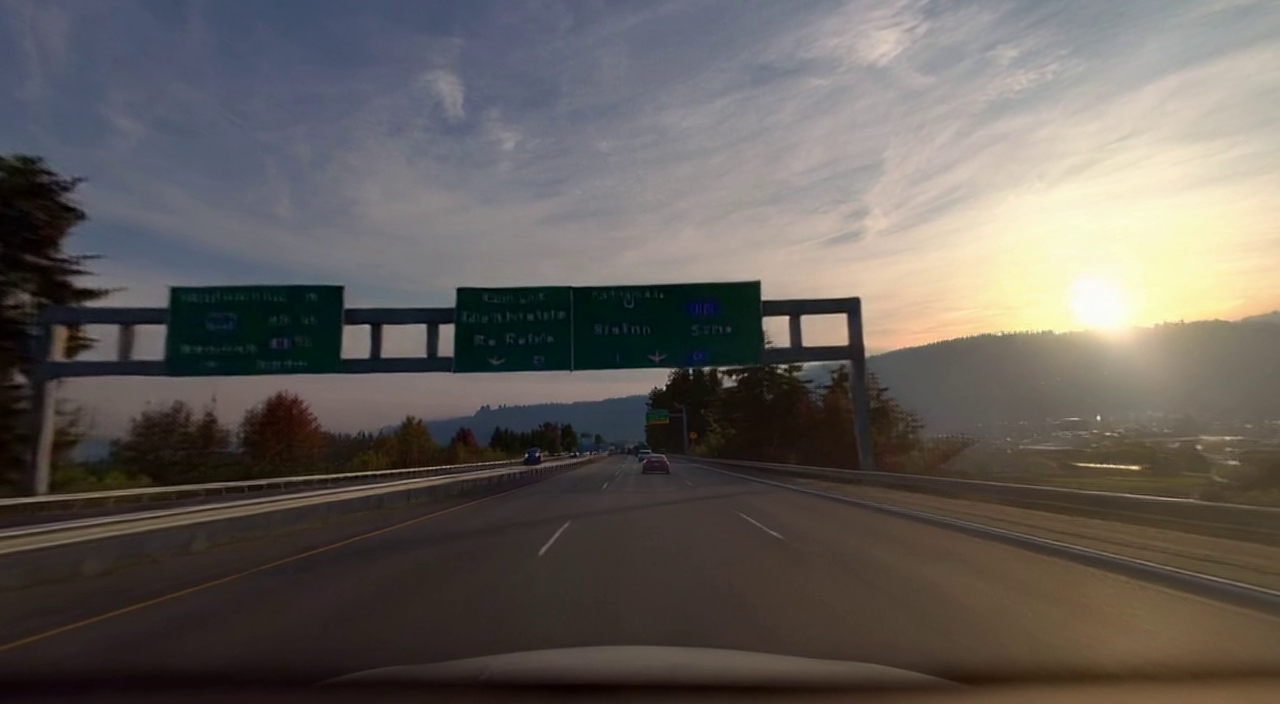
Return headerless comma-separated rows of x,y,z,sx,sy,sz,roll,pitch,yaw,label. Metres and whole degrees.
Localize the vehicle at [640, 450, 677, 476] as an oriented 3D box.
1.021,6.462,36.816,2.036,1.457,3.471,0,-9,-1,vehicle
